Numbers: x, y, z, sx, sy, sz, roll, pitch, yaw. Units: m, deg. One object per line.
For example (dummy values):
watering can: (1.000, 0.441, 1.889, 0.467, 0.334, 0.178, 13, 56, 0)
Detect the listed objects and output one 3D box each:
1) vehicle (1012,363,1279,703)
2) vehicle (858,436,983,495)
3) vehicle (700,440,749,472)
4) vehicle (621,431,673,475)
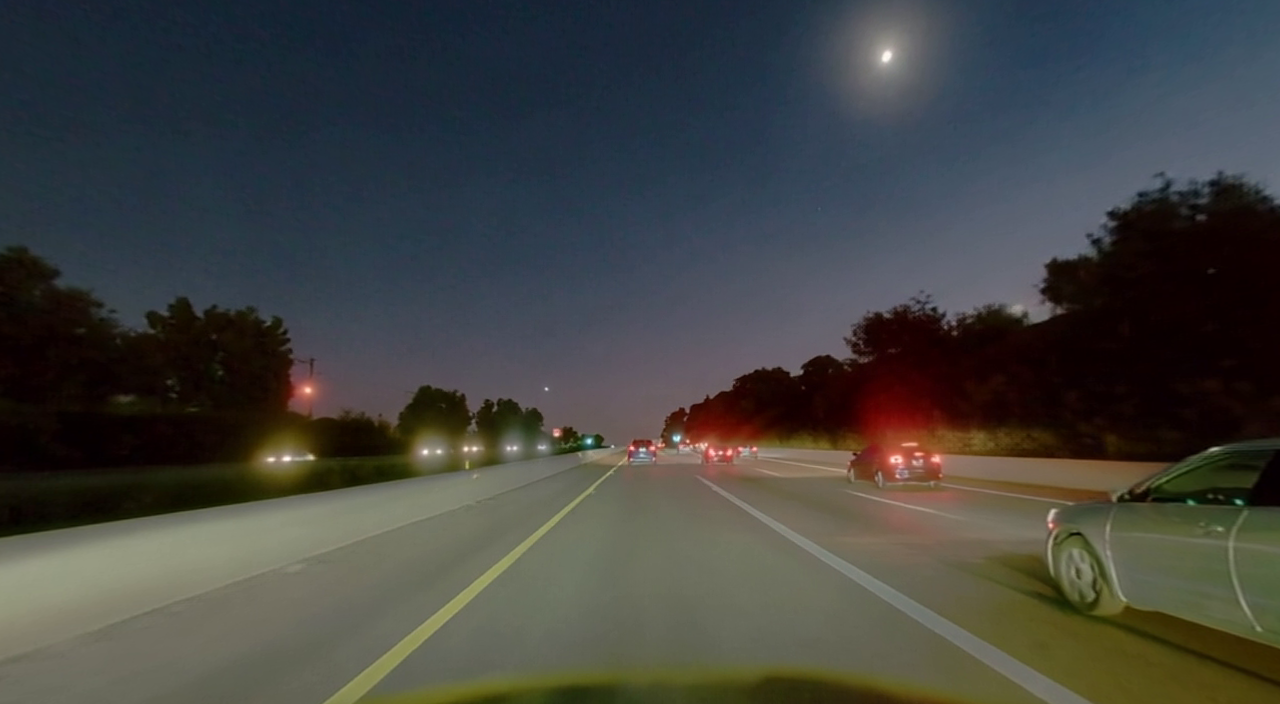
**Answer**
vehicle: (3.780, 0.841, 2.474, 2.003, 1.661, 4.418, -1, -8, 2)
vehicle: (8.149, 3.307, 18.810, 1.810, 1.516, 4.183, 0, -8, 0)
vehicle: (4.211, 5.234, 31.983, 1.825, 1.487, 4.034, 0, -8, -1)
vehicle: (0.279, 4.535, 28.524, 2.189, 1.852, 4.038, 0, -8, 0)
